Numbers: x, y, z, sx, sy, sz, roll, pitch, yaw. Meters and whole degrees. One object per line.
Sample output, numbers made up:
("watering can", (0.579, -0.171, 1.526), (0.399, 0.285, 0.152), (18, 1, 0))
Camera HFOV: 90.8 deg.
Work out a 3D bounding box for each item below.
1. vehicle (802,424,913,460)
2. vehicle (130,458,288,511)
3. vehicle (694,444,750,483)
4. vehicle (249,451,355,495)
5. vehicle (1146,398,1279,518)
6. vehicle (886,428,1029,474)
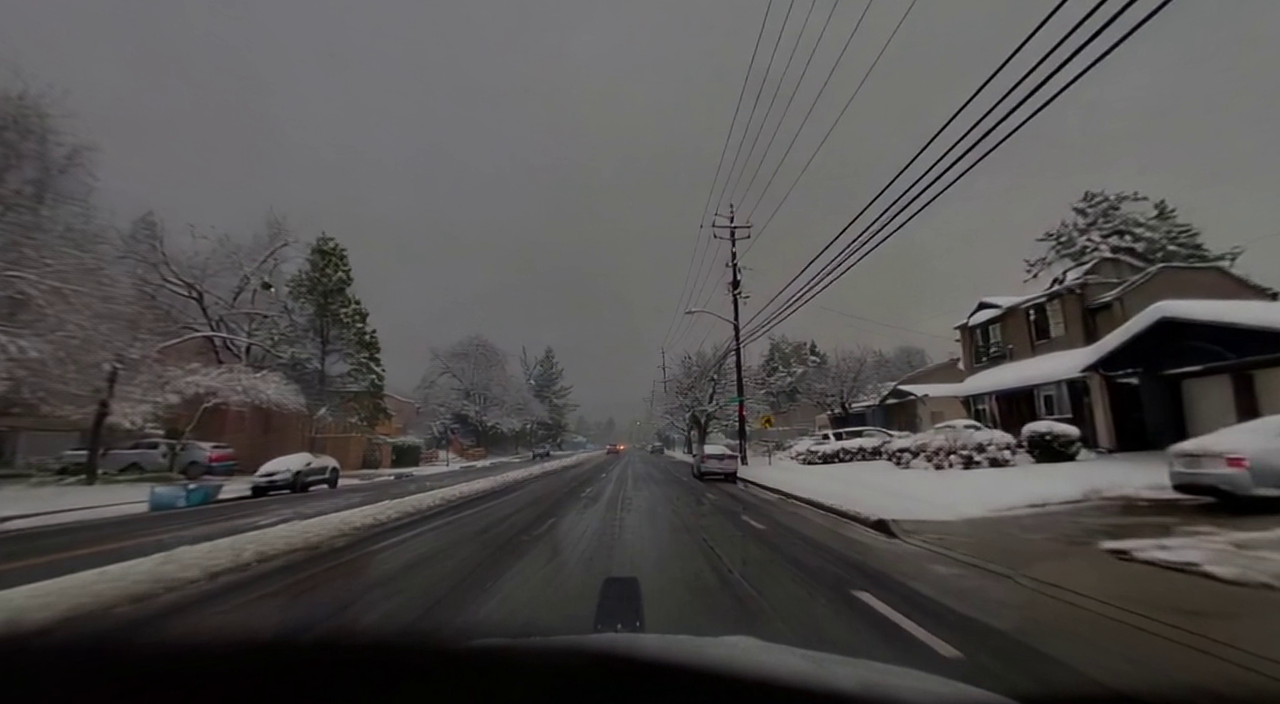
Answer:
("vehicle", (12.856, 5.364, 37.612), (5.713, 1.857, 2.285), (-1, -9, -5))
("vehicle", (-14.066, 4.314, 21.052), (2.011, 1.480, 4.644), (0, -9, 0))
("vehicle", (3.478, 4.824, 27.605), (1.855, 1.518, 4.707), (0, -9, 1))
("vehicle", (-13.962, 4.995, 26.445), (1.916, 1.632, 4.440), (0, -9, 1))
("vehicle", (11.556, 1.636, 10.433), (4.415, 1.753, 2.098), (-3, -10, 2))
("vehicle", (12.202, 3.856, 24.532), (4.429, 1.474, 1.887), (-3, -10, 2))
